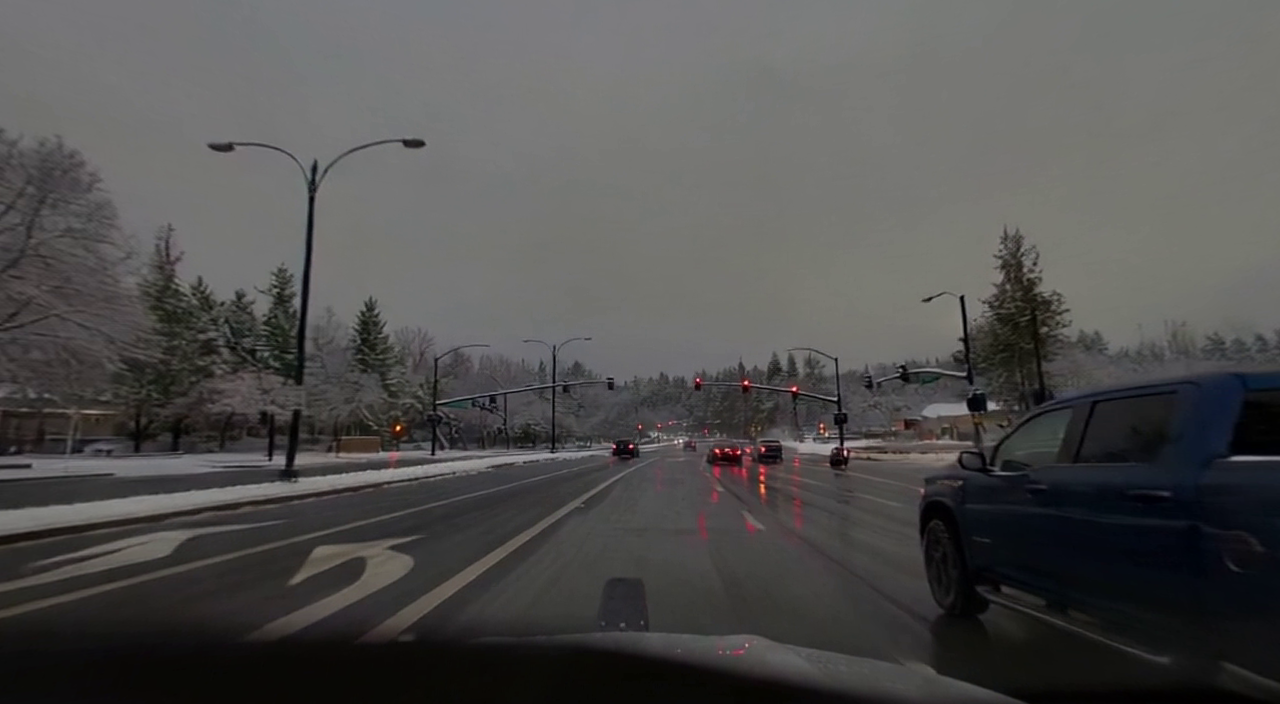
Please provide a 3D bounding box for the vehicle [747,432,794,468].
[{"bbox_3d":[8.643,6.572,42.317,2.186,2.202,5.426,-1,-9,2],"label":"vehicle"}]

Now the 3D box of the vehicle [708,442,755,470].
[{"bbox_3d":[5.443,6.288,38.223,2.292,1.563,4.734,0,-8,2],"label":"vehicle"}]

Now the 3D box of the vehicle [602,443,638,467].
[{"bbox_3d":[-1.331,6.988,42.984,1.958,1.542,4.175,-1,-9,5],"label":"vehicle"}]

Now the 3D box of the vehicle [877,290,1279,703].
[{"bbox_3d":[3.279,0.782,2.673,2.333,1.777,5.713,0,-9,0],"label":"vehicle"}]
